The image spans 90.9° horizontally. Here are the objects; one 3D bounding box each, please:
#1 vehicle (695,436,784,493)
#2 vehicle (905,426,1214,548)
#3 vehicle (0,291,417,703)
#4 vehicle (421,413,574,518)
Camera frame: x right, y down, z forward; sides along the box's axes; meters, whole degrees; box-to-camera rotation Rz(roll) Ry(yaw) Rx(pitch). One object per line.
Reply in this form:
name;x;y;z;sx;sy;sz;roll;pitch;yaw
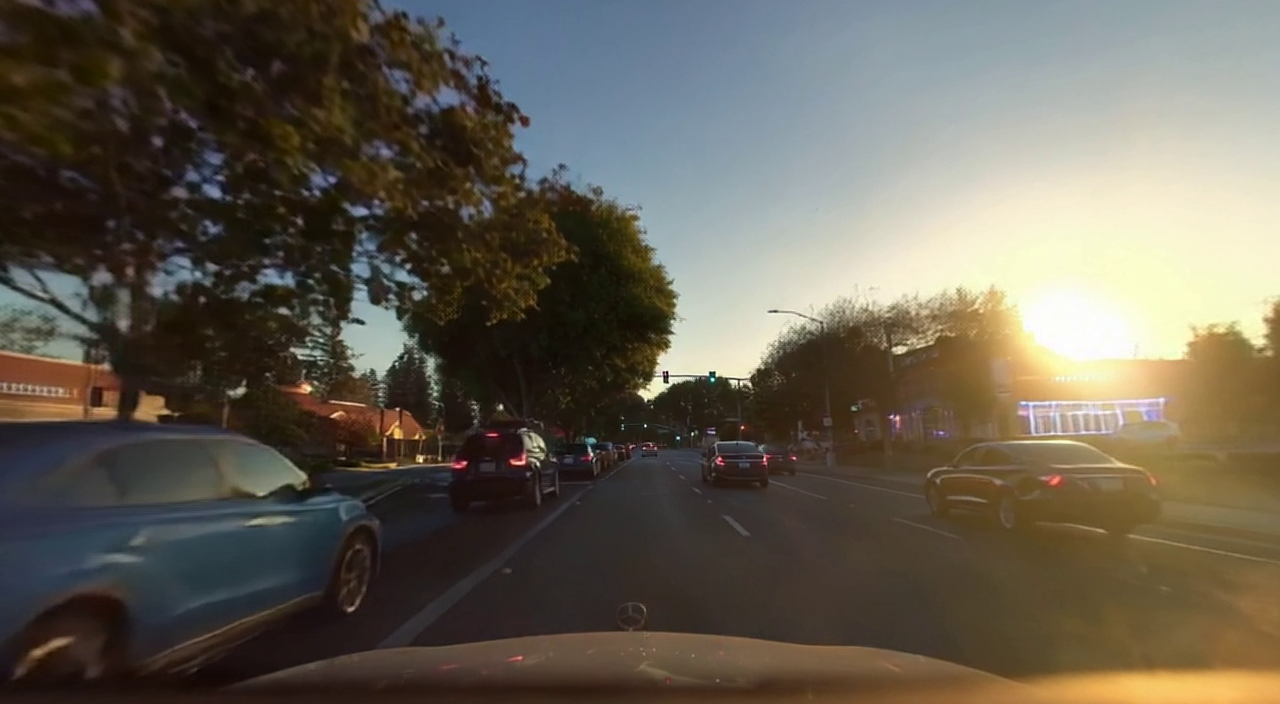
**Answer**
vehicle;2.858;3.345;19.131;2.004;1.512;4.206;0;-9;0
vehicle;6.378;2.092;10.492;1.881;1.540;4.750;0;-9;0
vehicle;-2.863;0.846;2.735;2.141;1.719;4.379;0;-9;1
vehicle;-2.711;2.299;13.202;2.117;1.799;4.442;0;-9;0
